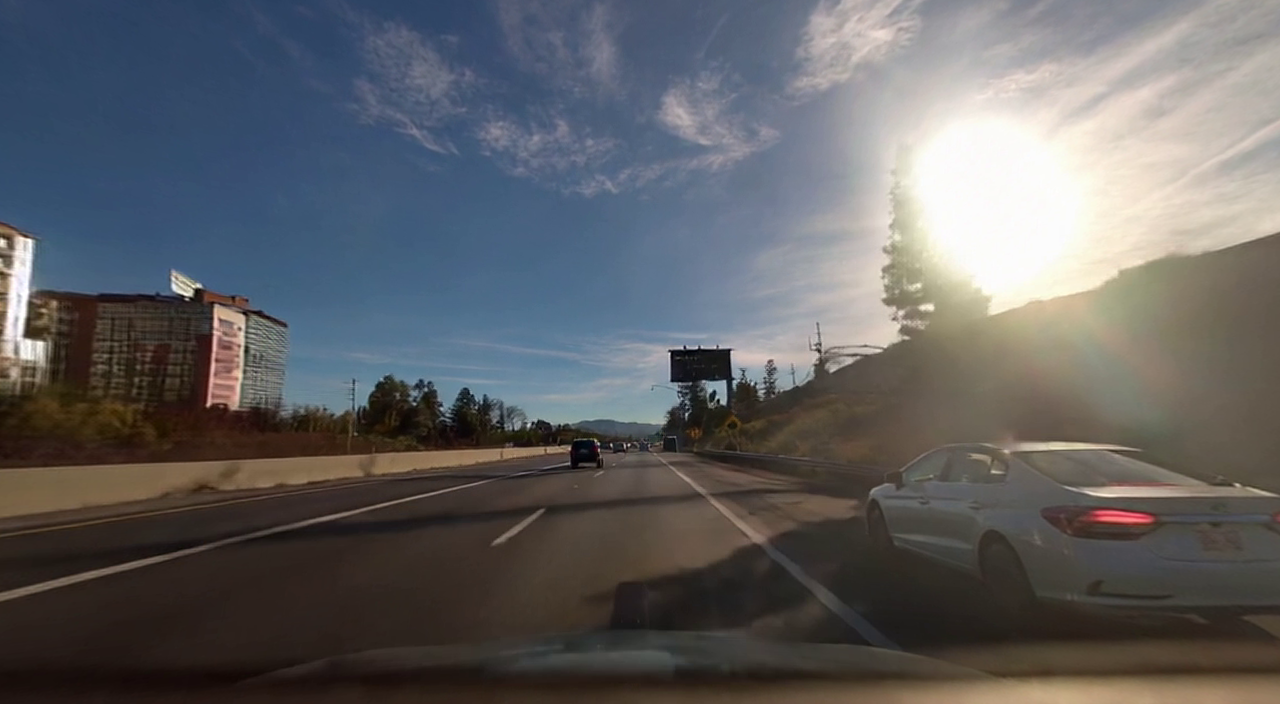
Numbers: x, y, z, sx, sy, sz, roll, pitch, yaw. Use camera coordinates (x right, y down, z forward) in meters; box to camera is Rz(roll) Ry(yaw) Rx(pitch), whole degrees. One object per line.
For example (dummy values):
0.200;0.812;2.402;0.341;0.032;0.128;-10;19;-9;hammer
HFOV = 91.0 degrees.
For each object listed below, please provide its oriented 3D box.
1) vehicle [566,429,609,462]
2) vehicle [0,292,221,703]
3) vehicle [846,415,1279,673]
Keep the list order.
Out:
-3.798;6.926;46.623;2.496;2.203;6.317;0;-9;1;vehicle
-3.598;0.453;0.739;2.285;1.853;5.564;0;-9;1;vehicle
3.905;1.528;6.288;2.047;1.532;4.884;0;-9;0;vehicle
